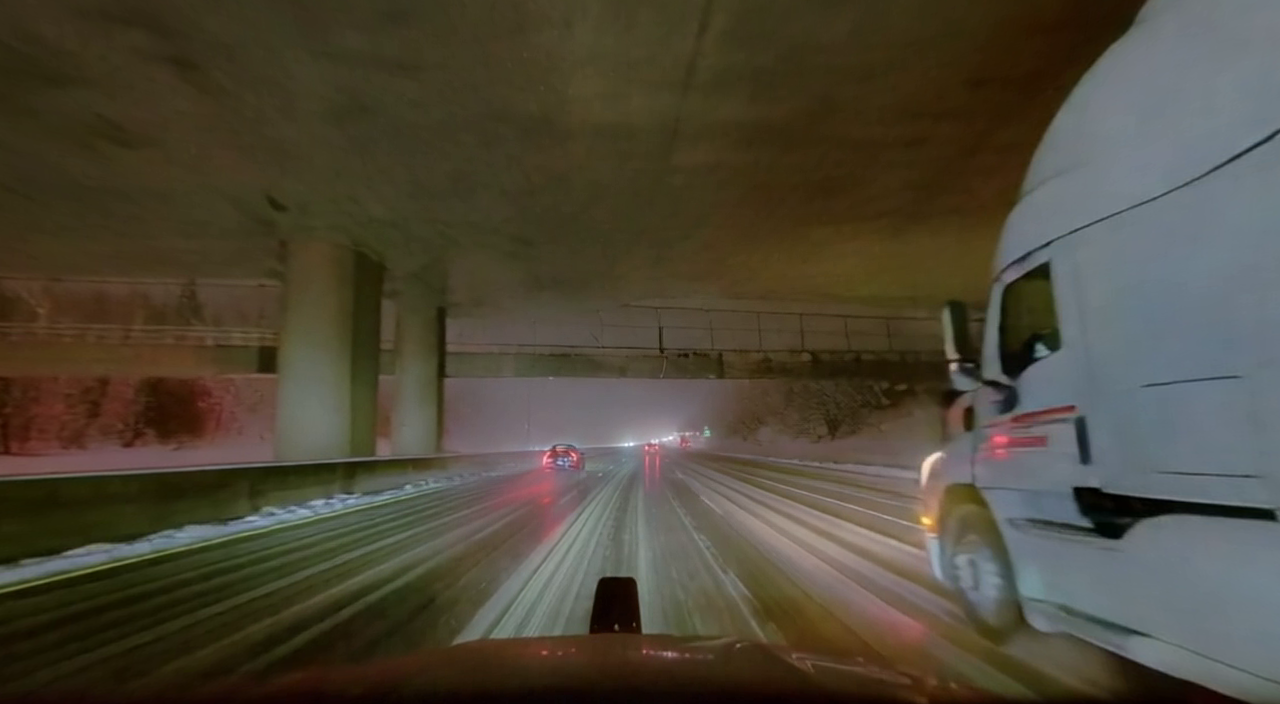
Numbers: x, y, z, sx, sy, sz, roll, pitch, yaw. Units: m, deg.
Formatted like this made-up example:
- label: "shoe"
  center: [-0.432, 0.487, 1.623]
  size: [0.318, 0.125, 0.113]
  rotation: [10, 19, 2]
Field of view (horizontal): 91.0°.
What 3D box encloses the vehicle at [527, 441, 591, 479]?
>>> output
- label: "vehicle"
  center: [-3.560, 4.826, 28.599]
  size: [2.276, 1.551, 4.484]
  rotation: [-1, -8, 1]
